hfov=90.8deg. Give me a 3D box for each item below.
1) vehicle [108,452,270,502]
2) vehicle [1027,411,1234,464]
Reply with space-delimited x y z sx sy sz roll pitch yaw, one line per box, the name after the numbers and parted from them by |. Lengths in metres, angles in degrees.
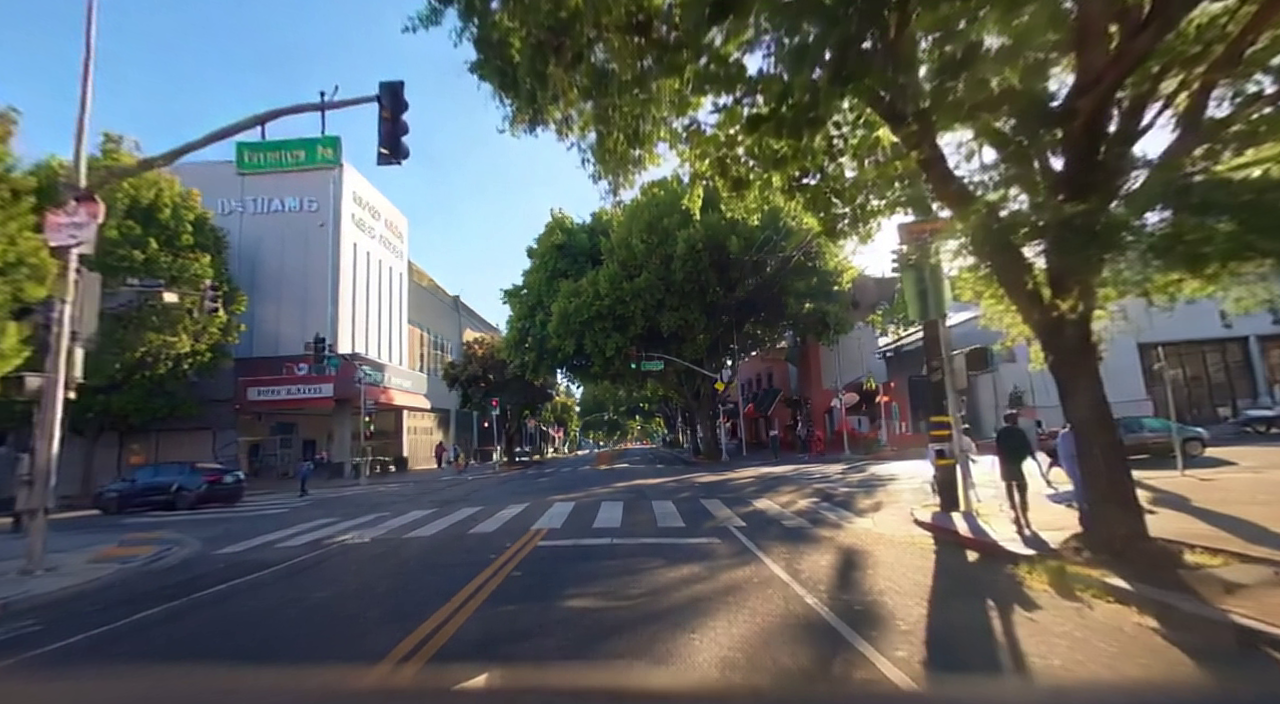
-15.849 4.388 22.302 4.624 1.478 2.118 -4 -7 14 | vehicle
14.532 2.581 18.923 4.632 1.484 1.907 0 -9 -2 | vehicle
